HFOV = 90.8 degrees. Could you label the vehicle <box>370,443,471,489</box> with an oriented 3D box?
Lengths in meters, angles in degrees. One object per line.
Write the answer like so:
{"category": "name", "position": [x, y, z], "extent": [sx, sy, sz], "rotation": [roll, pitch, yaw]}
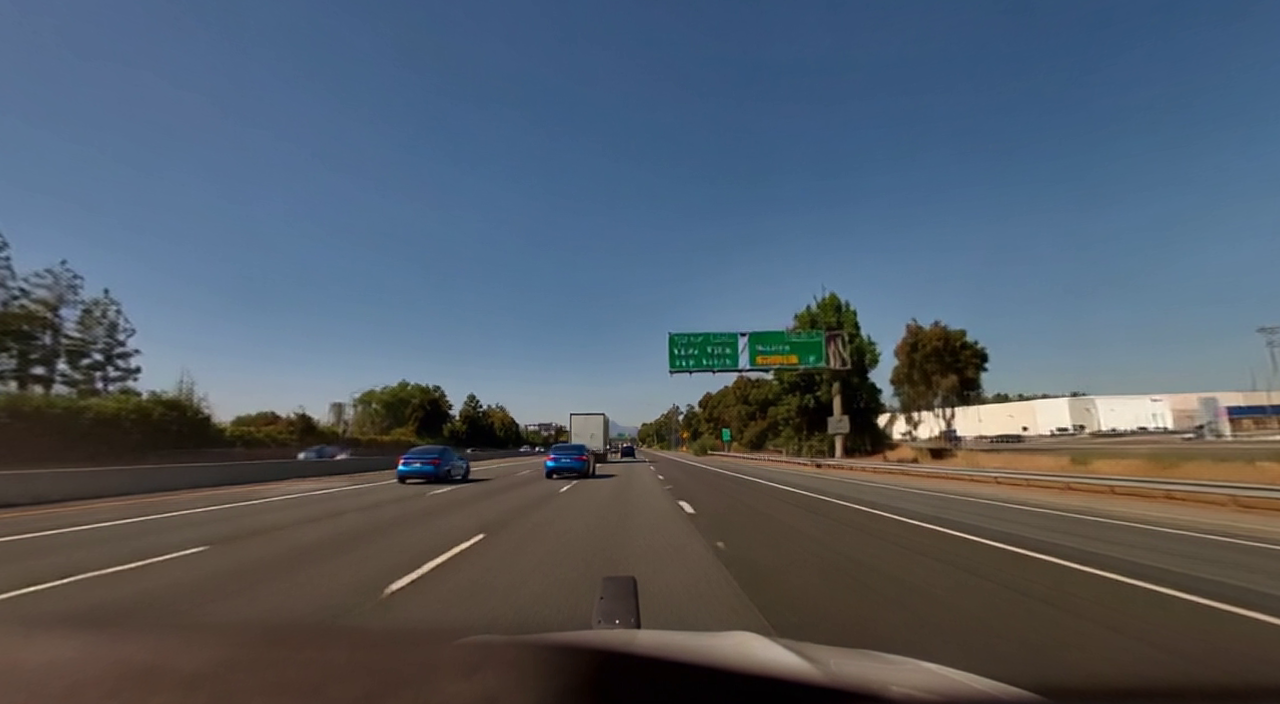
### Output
{"category": "vehicle", "position": [-7.699, 4.034, 22.699], "extent": [2.026, 1.477, 4.467], "rotation": [0, -9, 0]}

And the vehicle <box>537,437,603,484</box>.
{"category": "vehicle", "position": [-2.658, 4.244, 24.895], "extent": [2.033, 1.669, 4.112], "rotation": [0, -9, 1]}
